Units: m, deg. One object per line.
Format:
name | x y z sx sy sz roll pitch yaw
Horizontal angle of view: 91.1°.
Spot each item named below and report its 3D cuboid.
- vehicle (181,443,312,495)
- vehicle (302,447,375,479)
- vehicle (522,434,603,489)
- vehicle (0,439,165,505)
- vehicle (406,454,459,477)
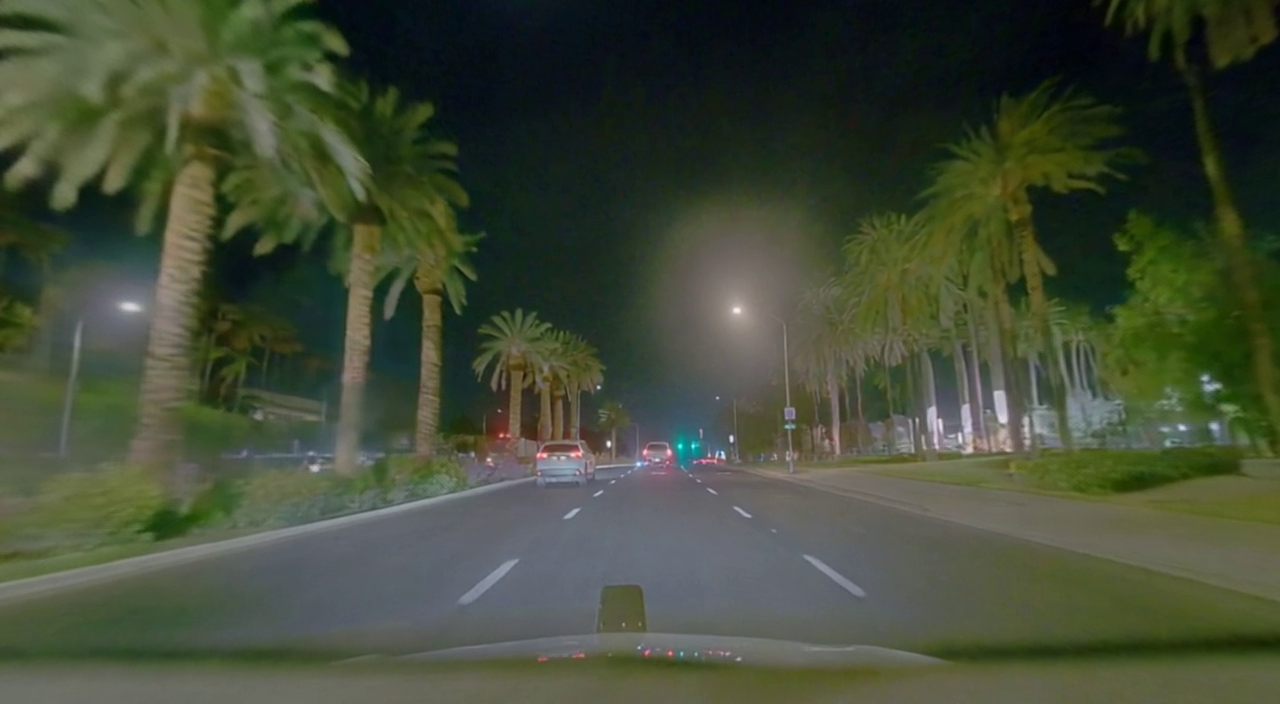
vehicle | -16.011 4.741 25.937 2.142 1.913 4.745 0 -8 2
vehicle | -19.816 7.297 41.573 2.146 1.913 4.993 0 -8 3
vehicle | -2.768 4.069 23.723 2.188 1.819 4.667 -1 -8 4
vehicle | -20.368 4.105 22.143 2.425 1.960 5.936 0 -8 2
vehicle | -15.264 8.377 46.463 2.195 1.559 4.362 -1 -8 3
